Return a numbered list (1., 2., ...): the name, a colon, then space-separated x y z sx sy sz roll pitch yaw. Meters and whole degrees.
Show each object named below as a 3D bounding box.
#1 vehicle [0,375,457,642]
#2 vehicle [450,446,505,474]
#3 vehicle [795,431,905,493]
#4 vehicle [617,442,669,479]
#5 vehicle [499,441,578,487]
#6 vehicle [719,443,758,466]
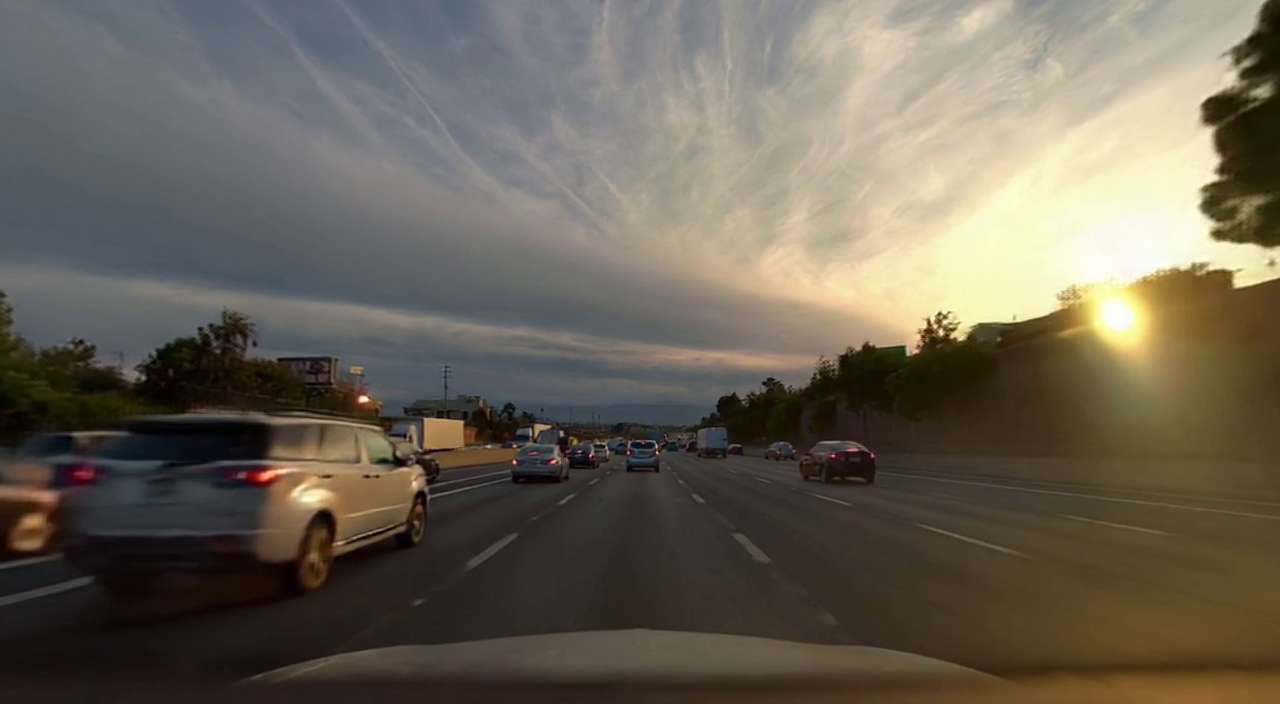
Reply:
1. vehicle: -3.570 1.357 6.419 2.012 1.734 4.510 0 -9 0
2. vehicle: -8.936 5.949 34.917 1.827 1.472 3.962 -1 -9 3
3. vehicle: 6.550 3.477 20.222 1.992 1.745 4.329 0 -9 -1
4. vehicle: 0.123 4.639 27.170 2.053 1.461 3.941 0 -9 0
5. vehicle: -3.472 3.940 22.417 2.025 1.449 4.190 0 -9 1
6. vehicle: 6.544 6.822 42.023 1.895 1.488 4.254 0 -9 0
